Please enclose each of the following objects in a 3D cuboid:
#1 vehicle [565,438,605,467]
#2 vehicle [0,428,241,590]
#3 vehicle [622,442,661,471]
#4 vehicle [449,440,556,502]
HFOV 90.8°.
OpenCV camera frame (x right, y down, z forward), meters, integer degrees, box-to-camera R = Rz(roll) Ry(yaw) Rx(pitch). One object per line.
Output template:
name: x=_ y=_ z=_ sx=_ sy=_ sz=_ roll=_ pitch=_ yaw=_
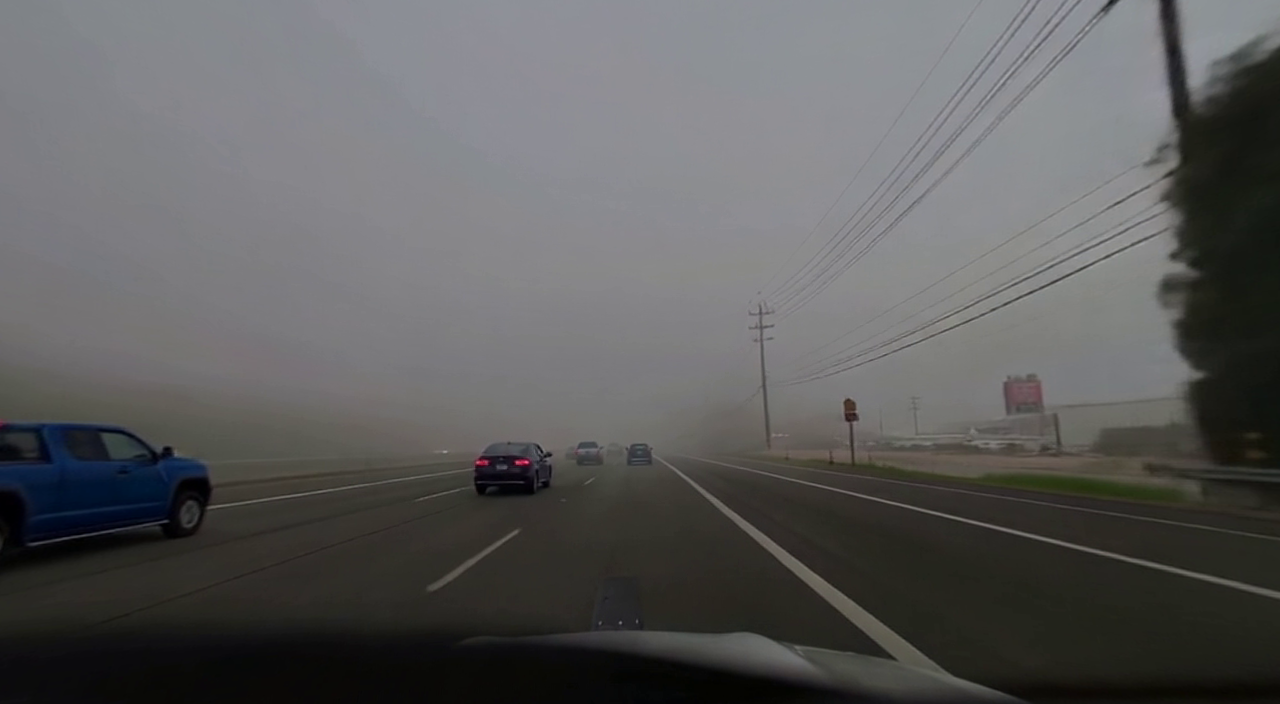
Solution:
vehicle: x=-3.558 y=6.627 z=41.901 sx=2.244 sy=1.752 sz=4.439 roll=0 pitch=-8 yaw=0
vehicle: x=-6.961 y=1.637 z=7.002 sx=1.959 sy=1.496 sz=4.740 roll=0 pitch=-8 yaw=0
vehicle: x=0.078 y=5.764 z=35.155 sx=2.030 sy=1.471 sz=4.115 roll=0 pitch=-8 yaw=0
vehicle: x=-3.557 y=3.150 z=17.176 sx=1.938 sy=1.444 sz=4.206 roll=0 pitch=-8 yaw=0
